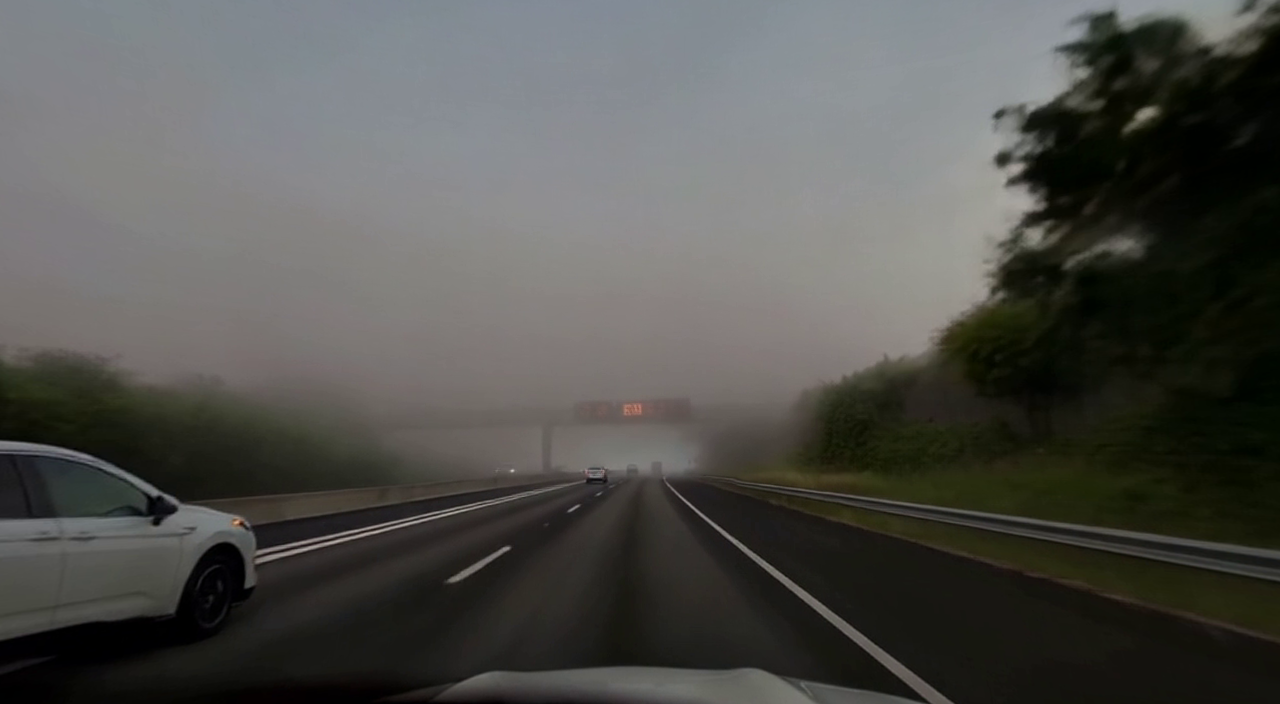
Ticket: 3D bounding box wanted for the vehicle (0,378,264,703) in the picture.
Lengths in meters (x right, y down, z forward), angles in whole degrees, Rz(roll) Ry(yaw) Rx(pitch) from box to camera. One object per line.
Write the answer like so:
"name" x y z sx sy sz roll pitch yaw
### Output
"vehicle" -4.076 0.895 2.566 2.141 1.697 4.641 1 -11 0
